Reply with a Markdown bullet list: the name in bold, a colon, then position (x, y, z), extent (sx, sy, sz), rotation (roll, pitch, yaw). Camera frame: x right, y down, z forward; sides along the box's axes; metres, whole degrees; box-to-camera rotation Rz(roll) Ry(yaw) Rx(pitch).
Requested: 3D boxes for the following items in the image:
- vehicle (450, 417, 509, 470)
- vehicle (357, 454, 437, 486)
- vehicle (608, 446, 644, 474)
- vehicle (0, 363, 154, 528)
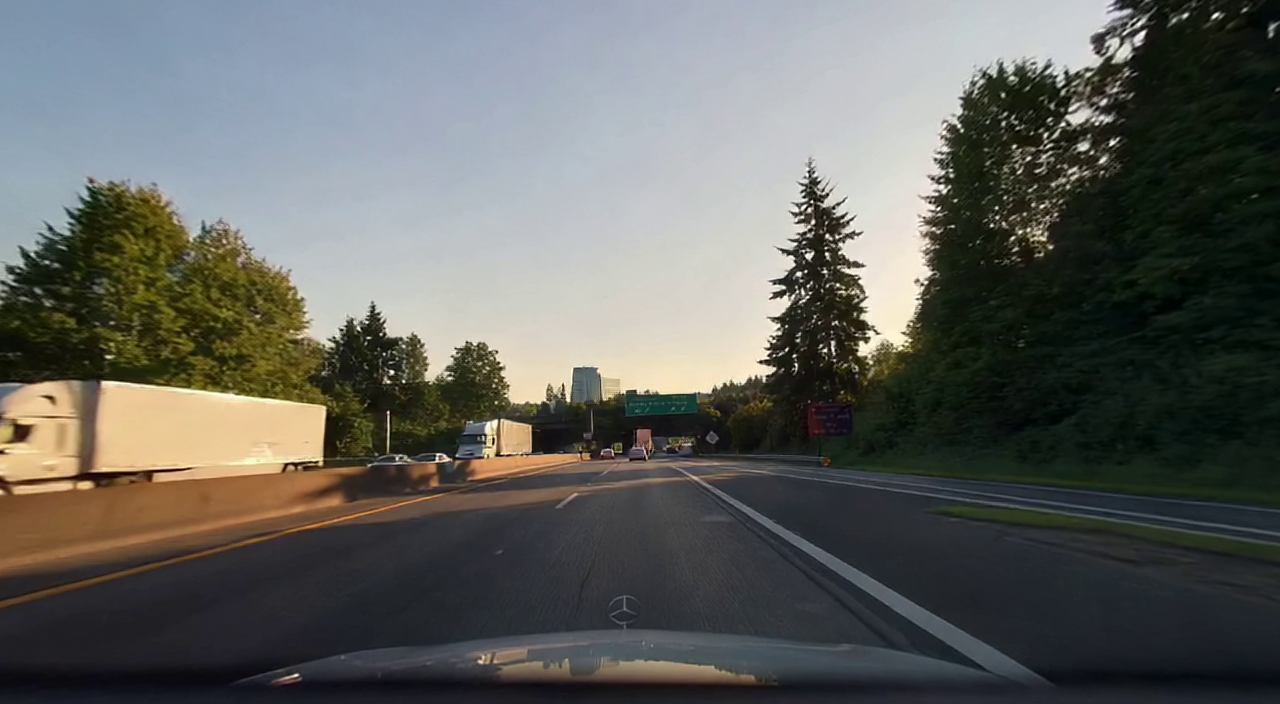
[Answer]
- **vehicle**: position (-12.523, 7.259, 49.696), extent (2.969, 3.863, 5.830), rotation (0, -9, 1)
- **vehicle**: position (-12.426, 6.041, 32.595), extent (2.077, 1.435, 5.032), rotation (0, -9, 1)
- **vehicle**: position (-0.738, 6.065, 35.626), extent (1.860, 1.473, 3.689), rotation (0, -9, 1)
- **vehicle**: position (-16.882, 2.497, 16.710), extent (3.026, 3.934, 5.923), rotation (0, -9, 0)
